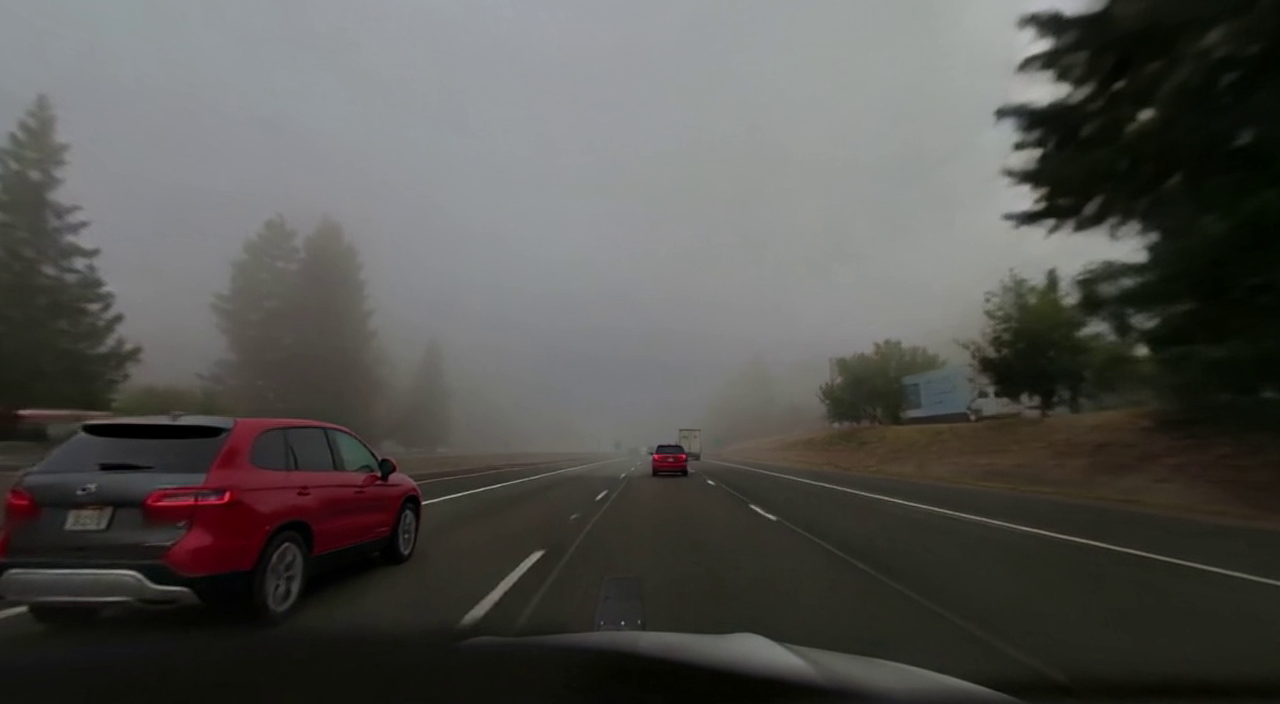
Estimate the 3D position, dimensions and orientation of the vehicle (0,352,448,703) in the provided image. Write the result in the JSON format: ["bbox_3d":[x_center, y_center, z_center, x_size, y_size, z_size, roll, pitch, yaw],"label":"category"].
[{"bbox_3d":[-3.461,1.253,5.338,2.139,1.804,4.611,0,-9,1],"label":"vehicle"}]

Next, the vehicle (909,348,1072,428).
[{"bbox_3d":[25.146,3.219,47.175,3.528,4.387,16.822,-1,-9,4],"label":"vehicle"}]

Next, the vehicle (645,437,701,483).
[{"bbox_3d":[1.256,4.390,25.867,2.087,1.682,4.388,0,-9,0],"label":"vehicle"}]
